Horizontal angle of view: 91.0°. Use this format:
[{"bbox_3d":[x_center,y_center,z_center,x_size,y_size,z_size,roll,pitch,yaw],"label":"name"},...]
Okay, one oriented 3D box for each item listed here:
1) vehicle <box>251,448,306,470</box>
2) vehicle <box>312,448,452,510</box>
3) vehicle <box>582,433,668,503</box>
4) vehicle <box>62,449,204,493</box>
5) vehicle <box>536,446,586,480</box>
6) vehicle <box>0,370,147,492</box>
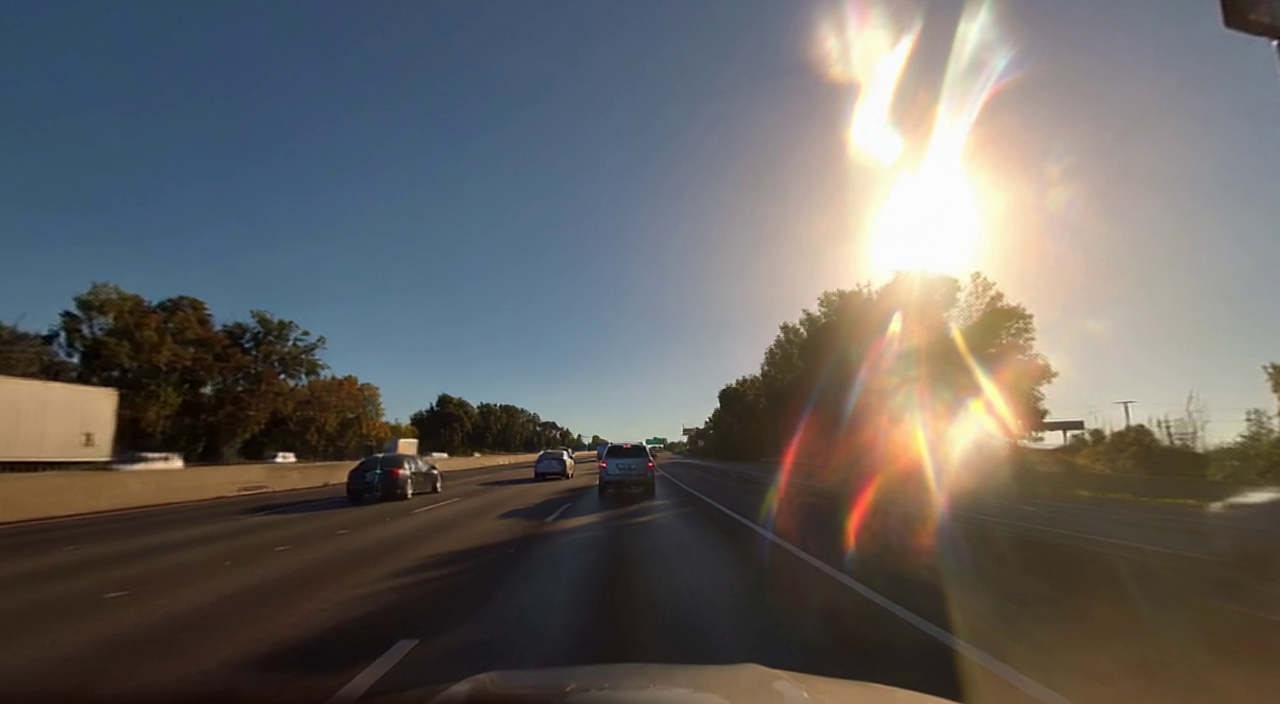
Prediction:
[{"bbox_3d":[-27.076,8.034,47.300,1.795,1.541,4.027,0,-9,-1],"label":"vehicle"},{"bbox_3d":[-6.989,3.459,17.708,1.892,1.468,4.792,0,-9,0],"label":"vehicle"},{"bbox_3d":[-0.387,3.269,18.204,2.127,1.749,4.776,0,-9,0],"label":"vehicle"},{"bbox_3d":[-19.129,4.486,24.064,1.904,1.482,4.207,0,-9,0],"label":"vehicle"},{"bbox_3d":[-3.796,5.405,30.948,1.889,1.522,4.465,0,-9,0],"label":"vehicle"},{"bbox_3d":[-22.634,2.311,18.904,2.883,4.004,16.498,0,-9,-2],"label":"vehicle"}]
